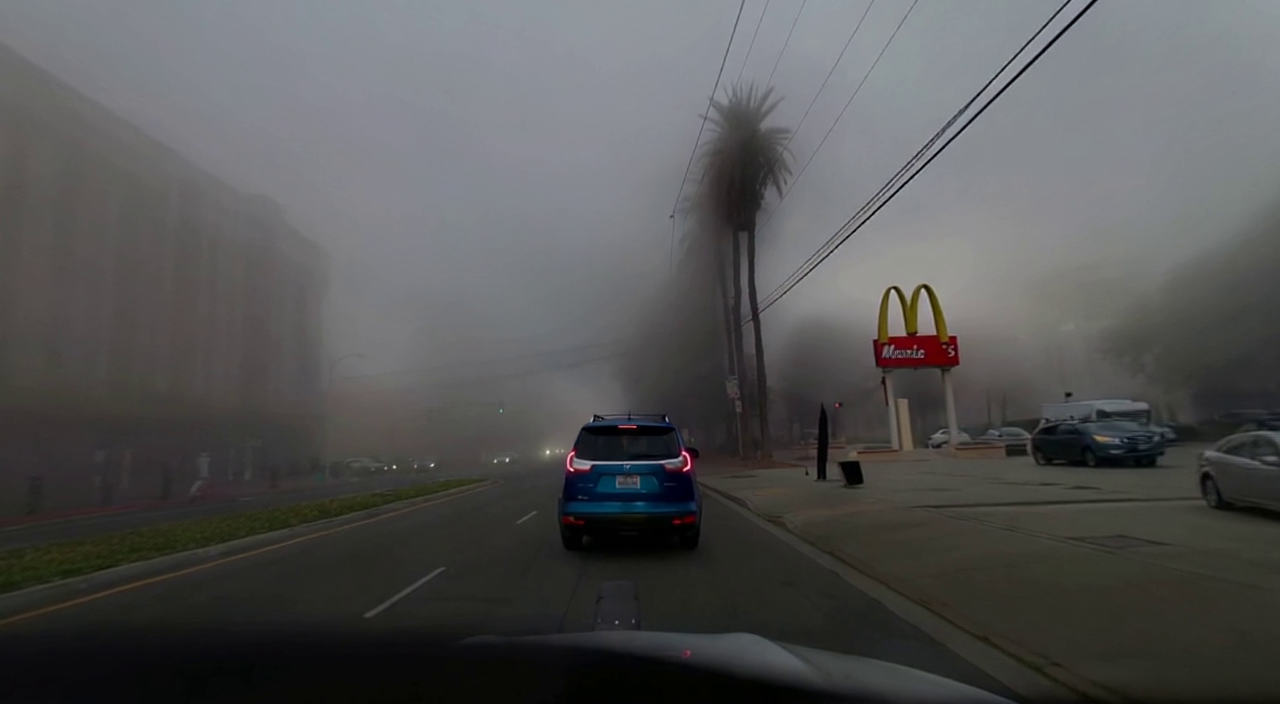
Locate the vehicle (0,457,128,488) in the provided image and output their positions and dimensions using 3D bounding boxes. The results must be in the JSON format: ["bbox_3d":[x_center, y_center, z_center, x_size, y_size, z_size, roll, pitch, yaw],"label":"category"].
[{"bbox_3d":[-28.373,5.812,30.578,5.154,1.343,1.943,4,-10,-25],"label":"vehicle"}]

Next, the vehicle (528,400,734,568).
[{"bbox_3d":[-0.140,1.732,8.910,2.234,1.818,3.869,0,-9,-1],"label":"vehicle"}]

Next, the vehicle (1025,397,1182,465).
[{"bbox_3d":[16.085,2.800,21.827,6.060,2.047,2.490,6,-11,-36],"label":"vehicle"}]
